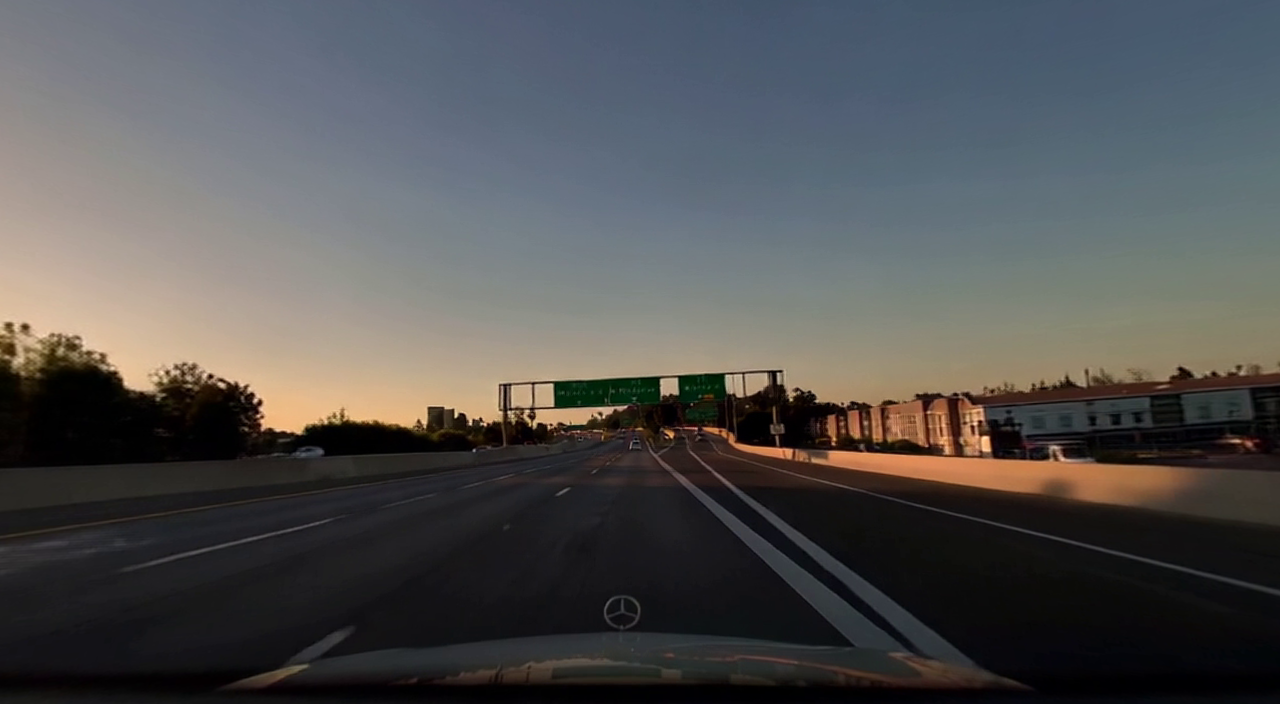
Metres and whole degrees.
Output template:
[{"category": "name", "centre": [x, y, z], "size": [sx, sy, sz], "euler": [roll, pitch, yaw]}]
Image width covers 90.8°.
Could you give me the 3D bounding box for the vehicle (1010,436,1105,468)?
[{"category": "vehicle", "centre": [32.325, 7.766, 49.301], "size": [2.715, 2.214, 6.889], "euler": [1, -8, 0]}]
